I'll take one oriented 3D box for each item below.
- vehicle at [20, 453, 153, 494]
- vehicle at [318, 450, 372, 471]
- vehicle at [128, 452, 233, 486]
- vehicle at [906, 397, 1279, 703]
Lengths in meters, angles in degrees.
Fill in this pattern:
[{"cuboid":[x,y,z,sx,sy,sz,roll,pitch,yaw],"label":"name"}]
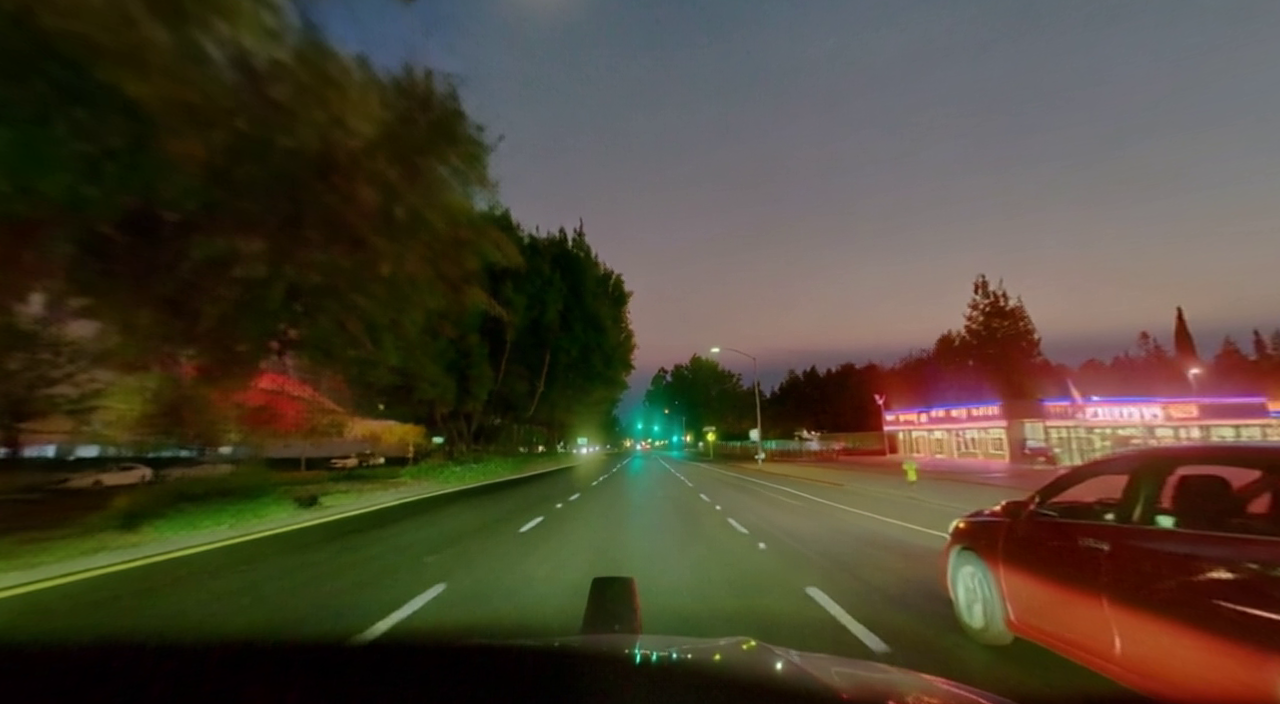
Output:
[{"cuboid":[-22.394,4.882,25.786,1.745,1.476,4.123,0,-9,-1],"label":"vehicle"},{"cuboid":[-22.170,8.150,47.627,1.771,1.445,4.321,-1,-9,3],"label":"vehicle"},{"cuboid":[-22.399,5.692,31.034,1.784,1.438,4.471,-1,-8,0],"label":"vehicle"},{"cuboid":[3.105,0.967,2.626,2.004,1.470,4.544,0,-9,0],"label":"vehicle"}]
